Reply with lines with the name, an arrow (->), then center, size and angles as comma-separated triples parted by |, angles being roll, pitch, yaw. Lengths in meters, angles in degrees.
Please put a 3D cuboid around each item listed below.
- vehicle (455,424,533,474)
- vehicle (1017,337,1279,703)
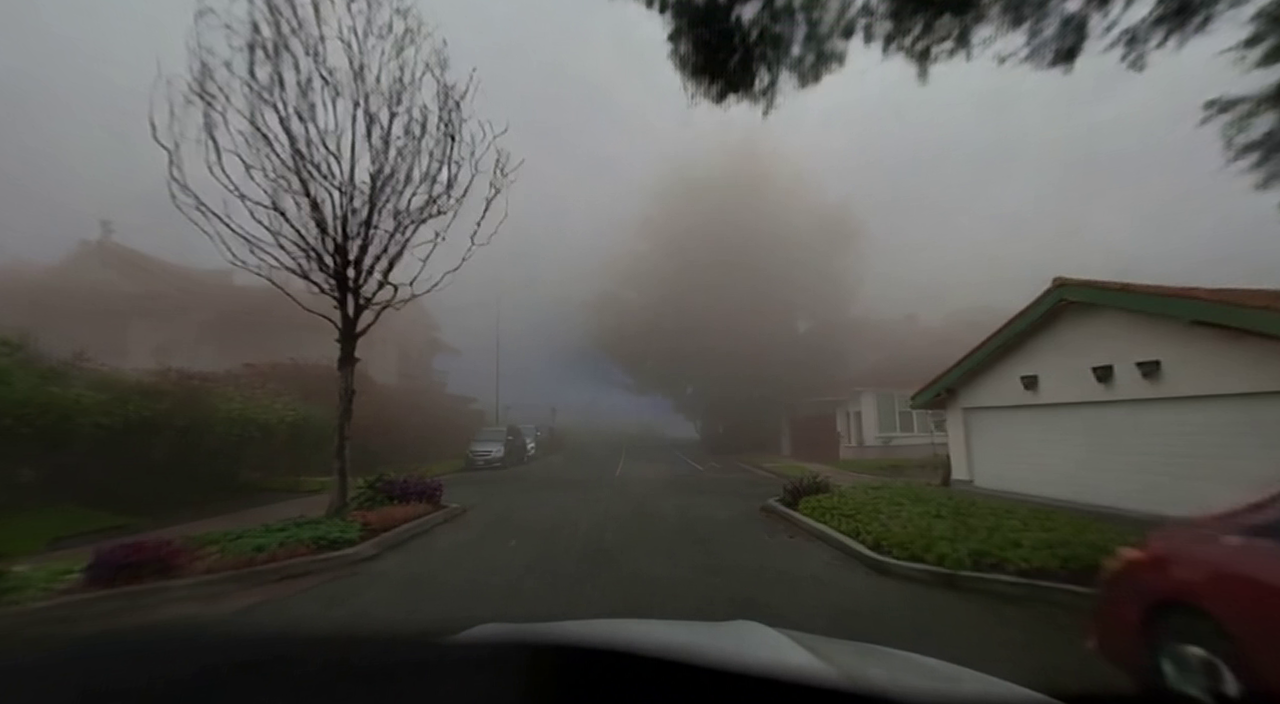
vehicle -> -5.663, 3.800, 25.024 | 2.147, 1.780, 4.165 | 0, -8, -1
vehicle -> 3.302, 0.642, 1.270 | 2.073, 1.619, 4.574 | 0, -8, -3
